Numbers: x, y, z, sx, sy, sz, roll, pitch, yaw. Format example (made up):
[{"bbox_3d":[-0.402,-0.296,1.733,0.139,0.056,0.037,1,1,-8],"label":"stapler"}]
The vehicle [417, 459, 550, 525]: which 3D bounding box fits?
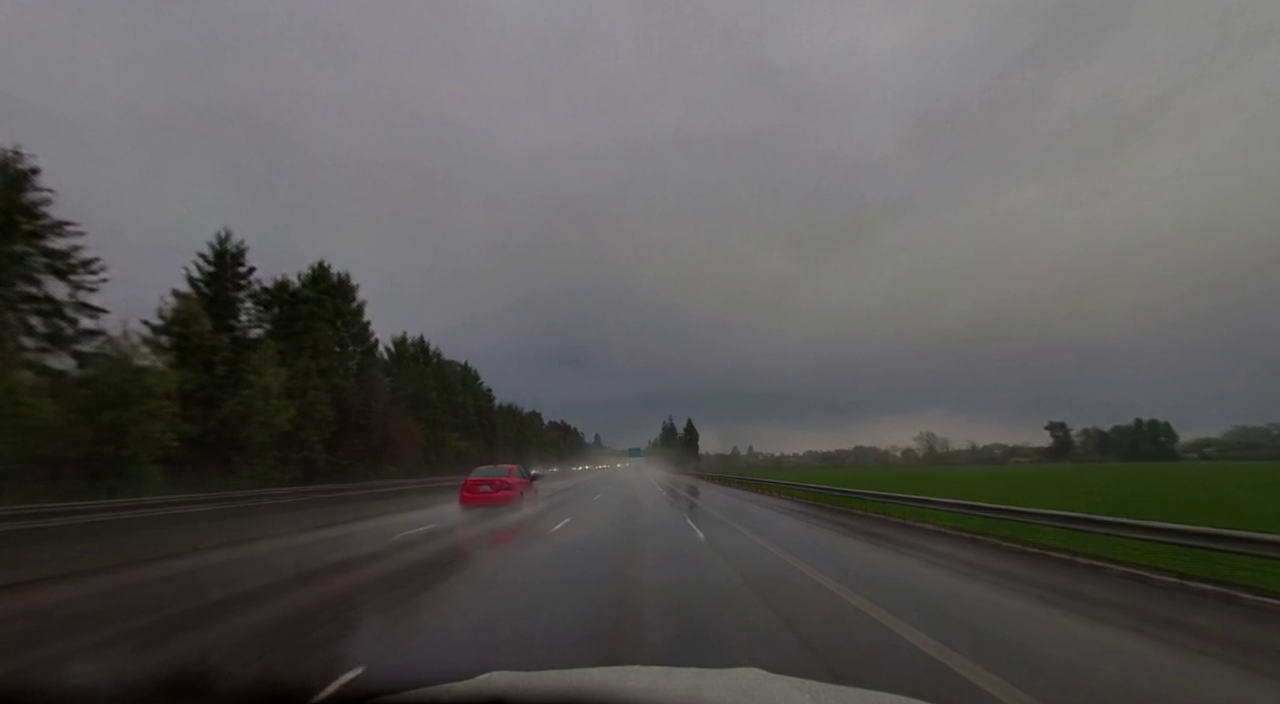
[{"bbox_3d":[-3.831,3.561,16.453,2.183,1.435,4.653,0,-10,1],"label":"vehicle"}]
